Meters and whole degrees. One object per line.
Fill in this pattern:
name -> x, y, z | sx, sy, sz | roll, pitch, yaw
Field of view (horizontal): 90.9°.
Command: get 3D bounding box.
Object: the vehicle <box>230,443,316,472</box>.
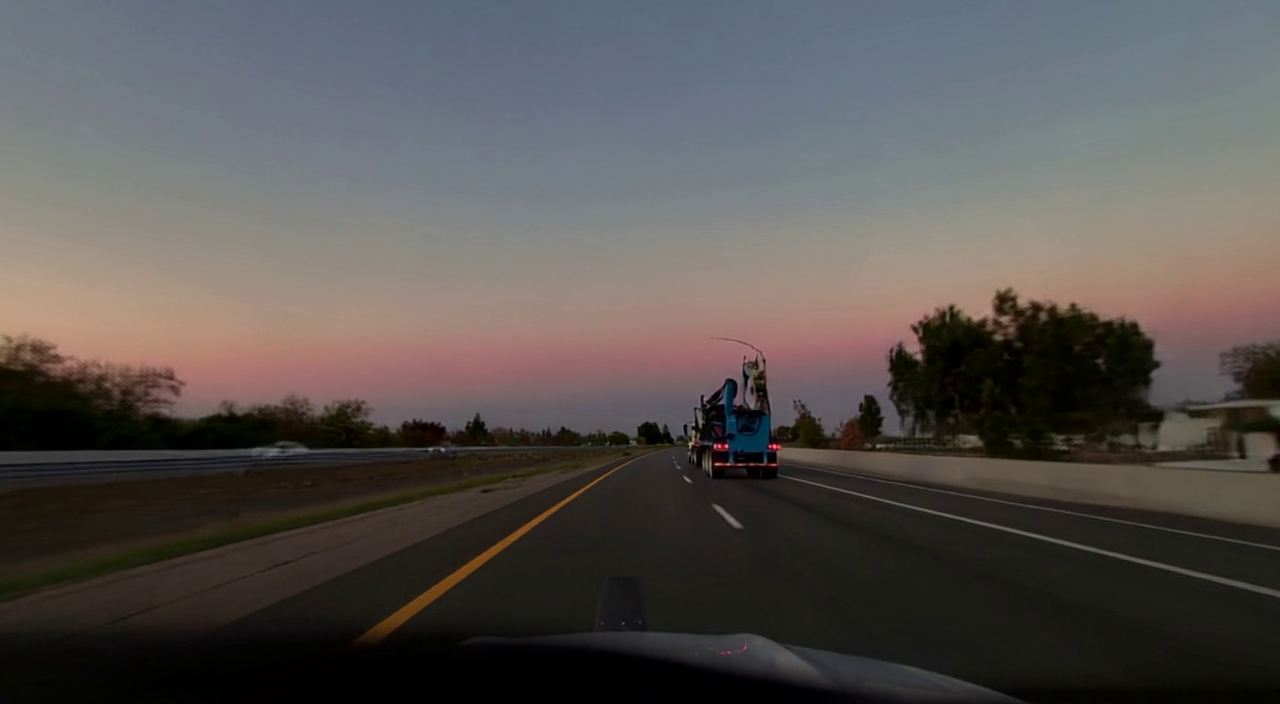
vehicle -> -20.034, 5.765, 34.689 | 1.870, 1.482, 4.663 | -1, -9, 2

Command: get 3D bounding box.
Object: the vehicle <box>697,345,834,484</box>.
vehicle -> 3.880, 2.246, 21.370 | 3.279, 3.956, 6.541 | 0, -9, 1
